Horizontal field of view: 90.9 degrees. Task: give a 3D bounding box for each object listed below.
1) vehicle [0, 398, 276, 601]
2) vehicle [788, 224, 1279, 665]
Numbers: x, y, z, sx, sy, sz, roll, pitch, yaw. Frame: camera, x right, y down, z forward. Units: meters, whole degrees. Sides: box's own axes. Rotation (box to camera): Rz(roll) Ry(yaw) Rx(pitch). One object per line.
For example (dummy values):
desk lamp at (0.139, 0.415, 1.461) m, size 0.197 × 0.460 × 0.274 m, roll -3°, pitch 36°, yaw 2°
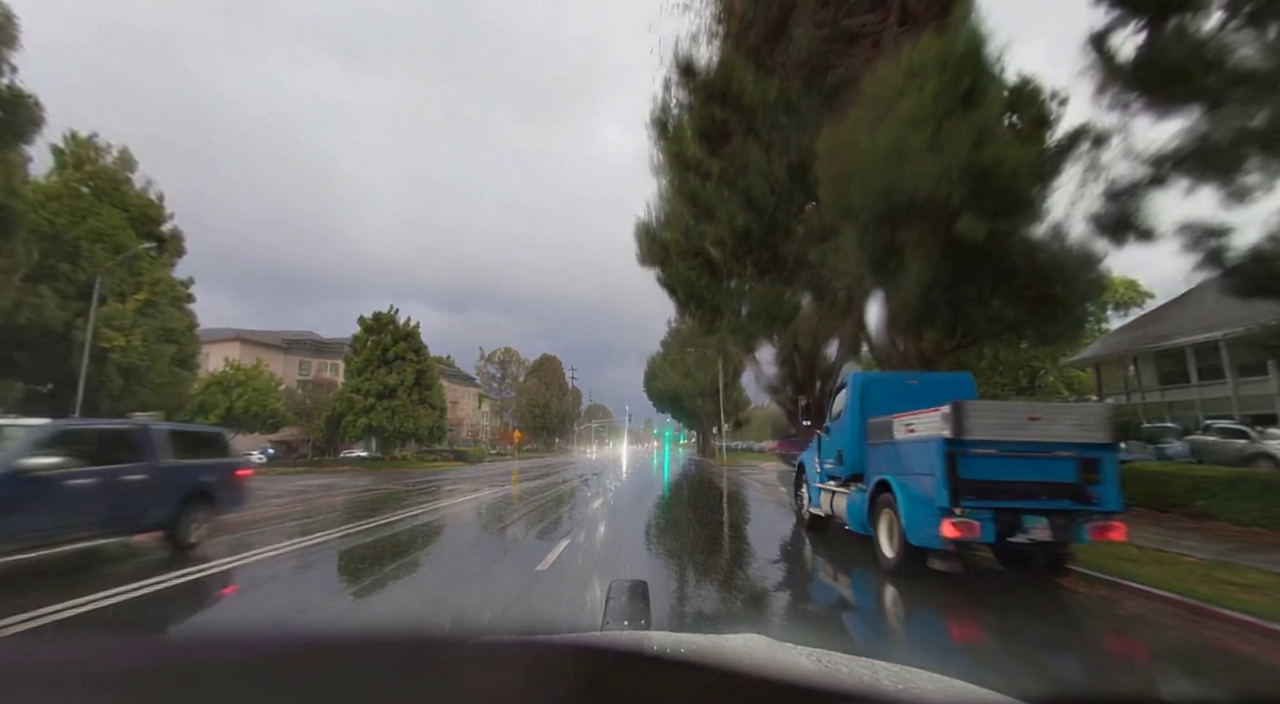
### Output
vehicle at (-6.476, 1.481, 6.839) m, size 2.081 × 1.711 × 4.820 m, roll 0°, pitch -9°, yaw 1°
vehicle at (3.844, 1.049, 7.407) m, size 2.698 × 2.863 × 6.317 m, roll 4°, pitch -9°, yaw 1°
